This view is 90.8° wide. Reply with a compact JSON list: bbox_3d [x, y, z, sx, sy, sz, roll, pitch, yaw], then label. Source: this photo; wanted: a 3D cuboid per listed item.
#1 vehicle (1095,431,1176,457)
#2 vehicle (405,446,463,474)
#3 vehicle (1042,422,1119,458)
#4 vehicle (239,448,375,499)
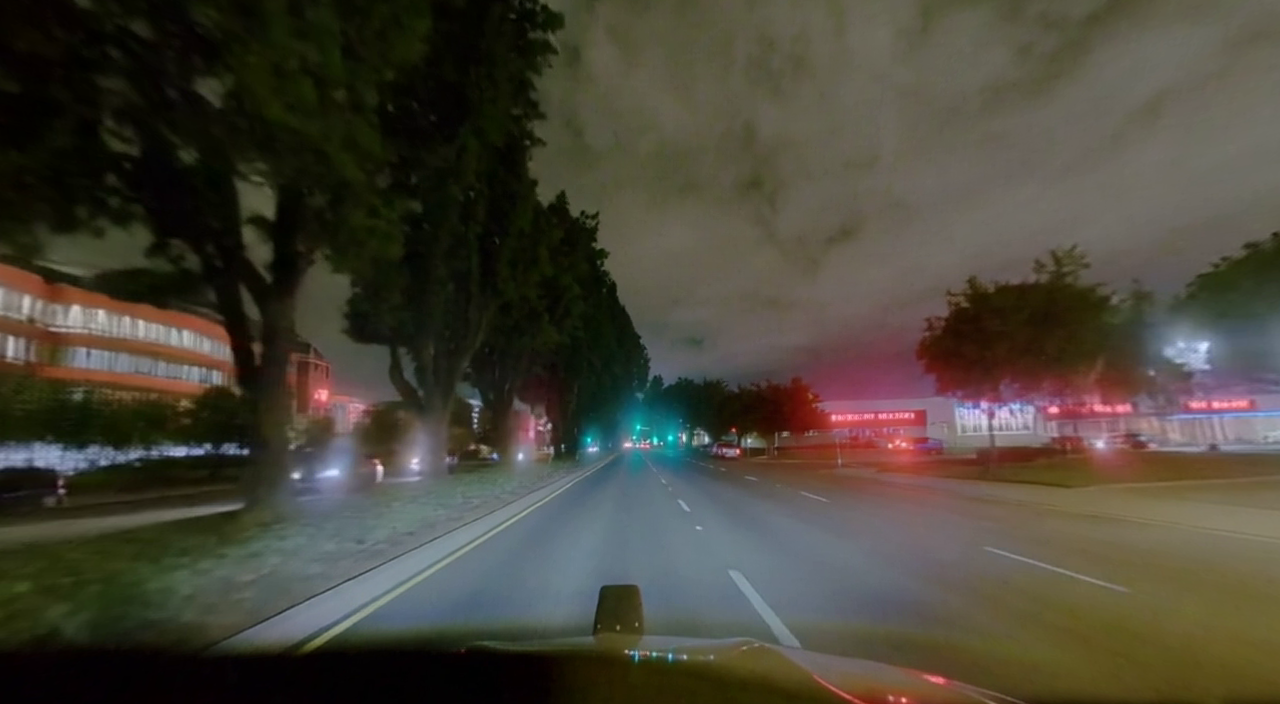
[{"bbox_3d":[36.943,6.844,47.116,4.752,1.730,1.932,-1,-8,-11],"label":"vehicle"},{"bbox_3d":[-13.103,6.873,40.521,1.990,1.686,4.611,-1,-8,2],"label":"vehicle"},{"bbox_3d":[32.194,6.415,46.280,3.804,2.526,2.489,1,-8,-11],"label":"vehicle"},{"bbox_3d":[-11.074,4.033,21.464,2.031,1.481,4.577,-1,-8,2],"label":"vehicle"}]
